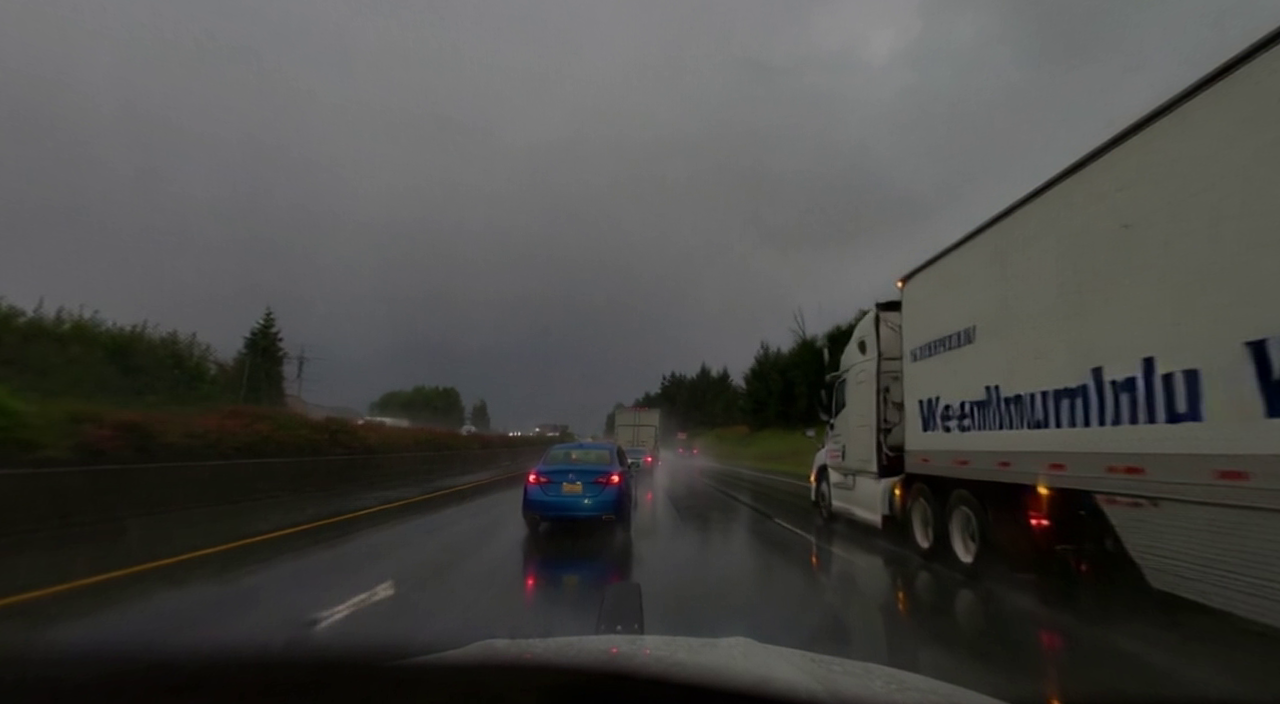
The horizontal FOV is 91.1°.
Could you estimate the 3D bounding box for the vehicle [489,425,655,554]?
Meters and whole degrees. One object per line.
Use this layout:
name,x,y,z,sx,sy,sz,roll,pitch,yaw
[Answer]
vehicle,-0.809,2.004,9.761,2.038,1.582,3.729,-1,-9,2

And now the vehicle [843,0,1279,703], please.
vehicle,4.873,-0.127,3.381,2.825,4.043,14.051,0,-9,0
